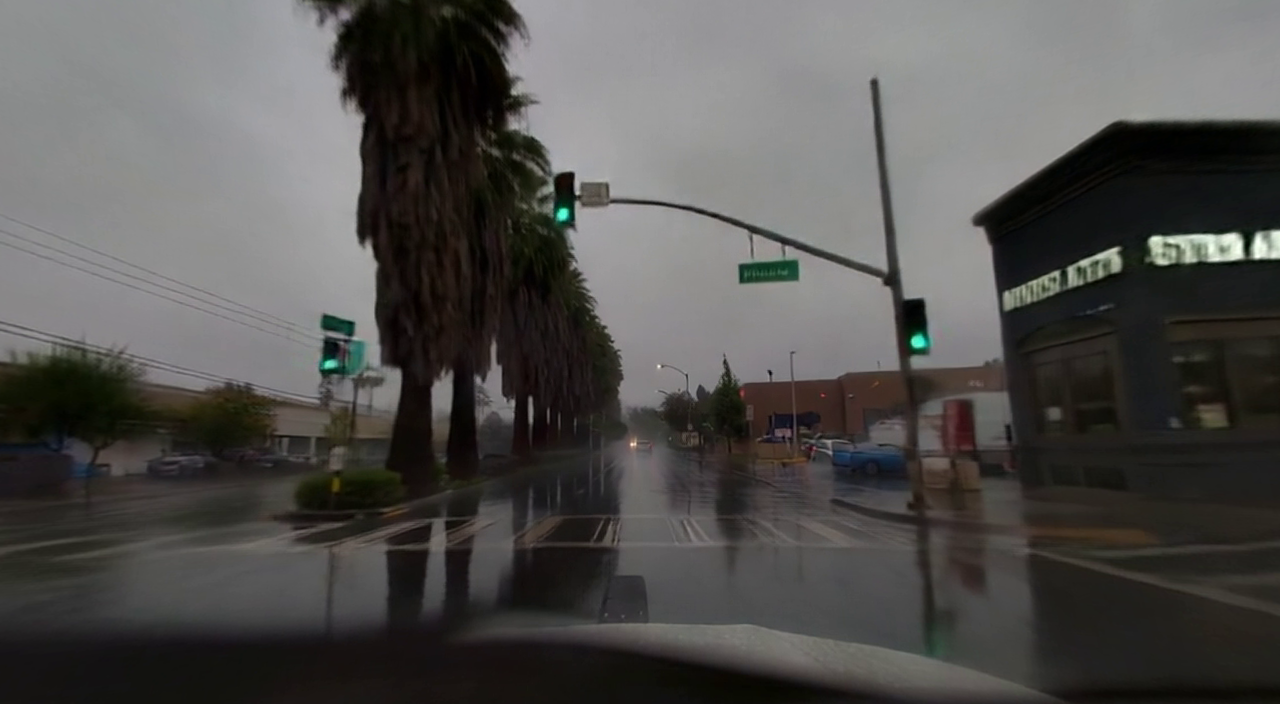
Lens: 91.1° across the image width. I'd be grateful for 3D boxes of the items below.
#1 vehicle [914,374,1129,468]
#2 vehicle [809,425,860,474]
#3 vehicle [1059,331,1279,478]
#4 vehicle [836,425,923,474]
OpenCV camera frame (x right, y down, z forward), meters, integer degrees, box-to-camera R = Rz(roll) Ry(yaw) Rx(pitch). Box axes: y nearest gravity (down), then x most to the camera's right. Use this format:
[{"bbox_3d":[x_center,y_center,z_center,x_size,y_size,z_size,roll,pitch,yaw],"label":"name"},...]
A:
[{"bbox_3d":[15.931,3.211,27.703,2.814,3.328,10.467,0,-8,0],"label":"vehicle"},{"bbox_3d":[9.561,4.937,31.191,1.917,1.876,4.629,-7,-15,12],"label":"vehicle"},{"bbox_3d":[15.674,1.674,17.553,3.161,3.209,7.934,-1,-8,8],"label":"vehicle"},{"bbox_3d":[9.562,3.972,25.436,1.655,1.820,3.969,0,-10,-5],"label":"vehicle"}]
